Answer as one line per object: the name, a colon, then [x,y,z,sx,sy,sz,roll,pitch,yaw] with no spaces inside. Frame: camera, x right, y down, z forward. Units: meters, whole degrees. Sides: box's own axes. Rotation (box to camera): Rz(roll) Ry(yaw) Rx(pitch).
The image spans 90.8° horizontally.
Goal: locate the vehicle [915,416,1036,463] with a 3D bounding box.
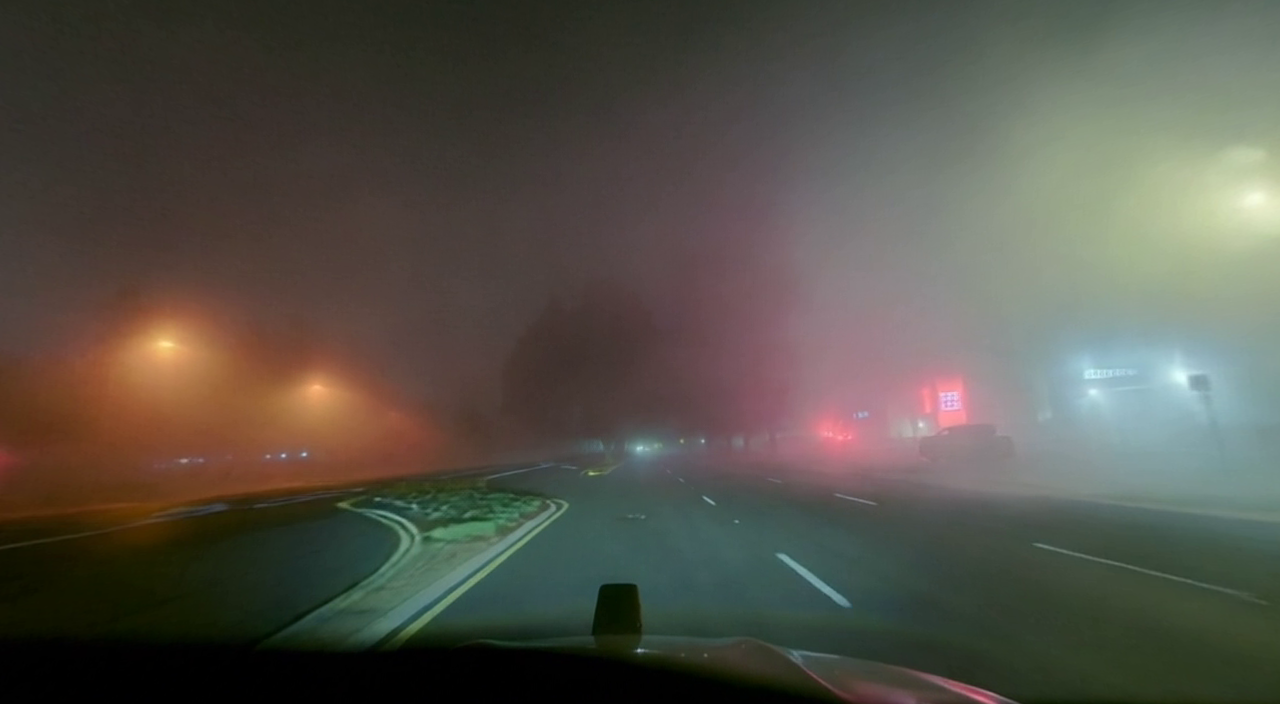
vehicle: [14.897,3.990,28.572,2.195,1.926,5.466,0,-9,-4]
